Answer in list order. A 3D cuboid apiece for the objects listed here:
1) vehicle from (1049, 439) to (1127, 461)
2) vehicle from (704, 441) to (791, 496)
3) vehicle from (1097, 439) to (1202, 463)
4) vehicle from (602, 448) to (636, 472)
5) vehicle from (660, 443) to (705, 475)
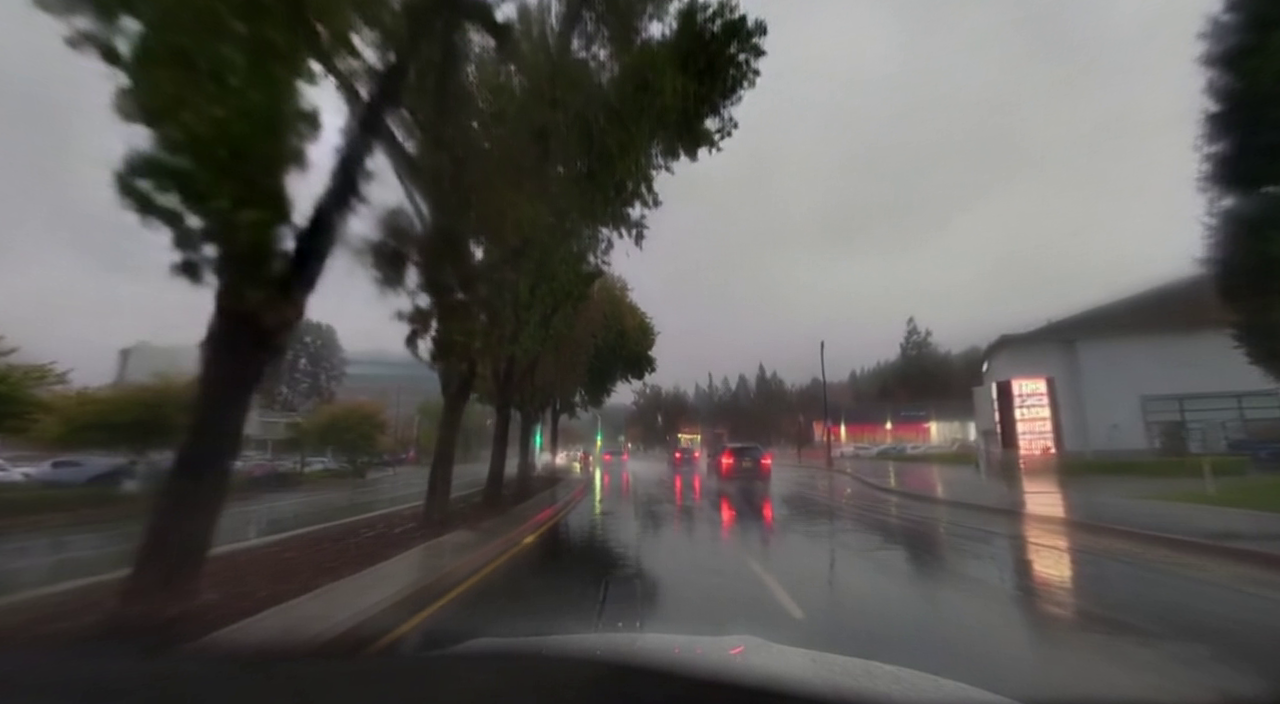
[{"bbox_3d":[32.573,7.134,46.001,4.032,1.560,2.059,0,-9,-2],"label":"vehicle"},{"bbox_3d":[3.353,3.742,20.579,1.966,1.596,3.980,0,-9,-3],"label":"vehicle"},{"bbox_3d":[32.465,6.323,40.341,4.860,1.461,2.041,0,-9,0],"label":"vehicle"},{"bbox_3d":[-1.505,7.472,43.899,2.068,1.512,3.987,1,-9,-6],"label":"vehicle"},{"bbox_3d":[2.451,6.329,37.544,2.046,1.768,4.370,1,-9,-5],"label":"vehicle"}]
